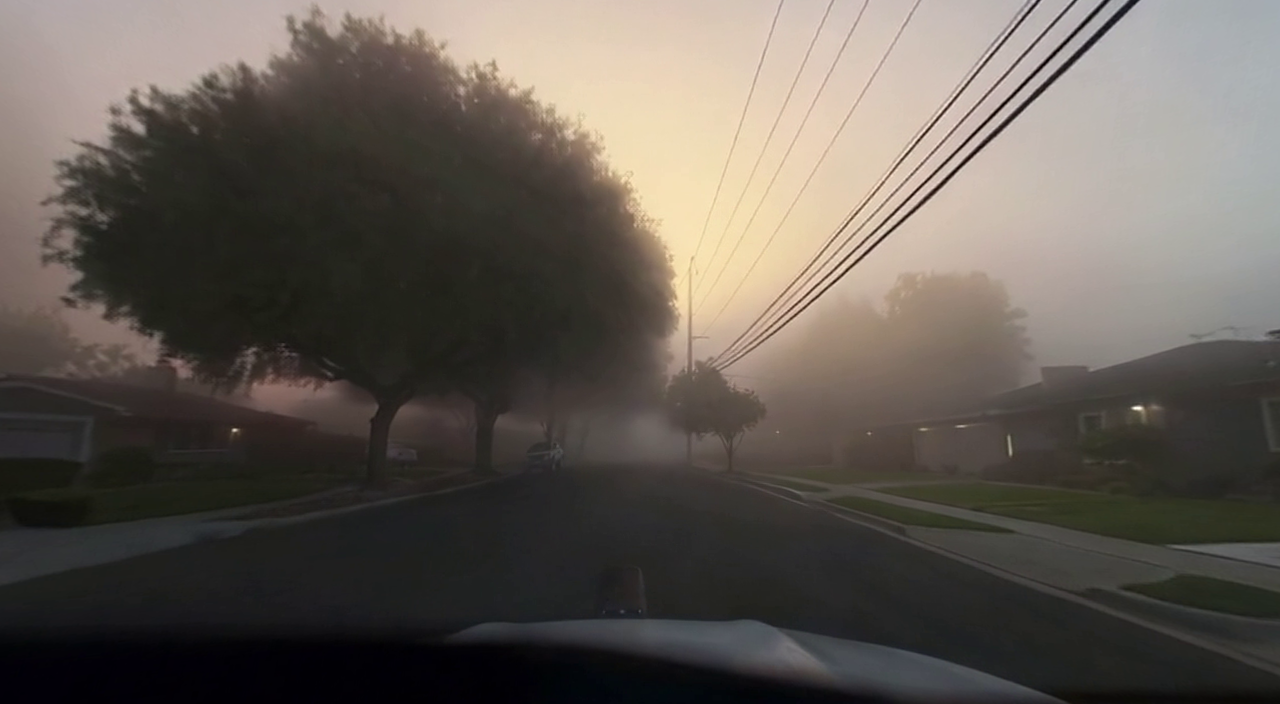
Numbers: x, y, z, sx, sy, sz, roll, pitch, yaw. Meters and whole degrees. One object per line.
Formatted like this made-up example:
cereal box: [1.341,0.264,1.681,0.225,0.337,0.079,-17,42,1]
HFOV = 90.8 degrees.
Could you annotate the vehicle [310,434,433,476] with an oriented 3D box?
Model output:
vehicle: [-13.072,5.039,30.988,5.033,1.997,2.126,0,-9,0]

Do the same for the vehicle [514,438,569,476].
vehicle: [-6.258,6.801,40.875,2.739,2.164,6.065,-1,-9,-1]
